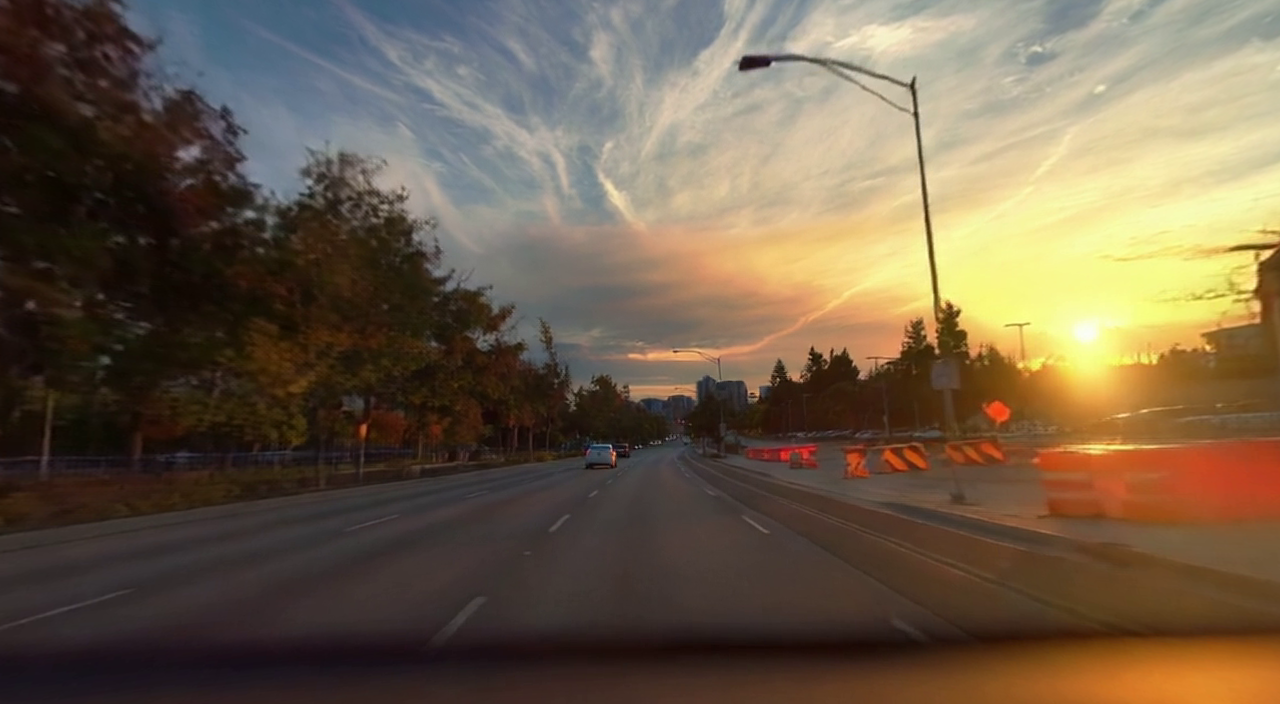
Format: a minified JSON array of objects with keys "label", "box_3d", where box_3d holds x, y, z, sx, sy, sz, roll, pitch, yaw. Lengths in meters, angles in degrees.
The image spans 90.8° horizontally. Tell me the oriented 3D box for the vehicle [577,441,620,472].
[{"label":"vehicle","box_3d":[-2.311,5.994,36.407,2.121,1.654,3.993,0,-8,2]}]
